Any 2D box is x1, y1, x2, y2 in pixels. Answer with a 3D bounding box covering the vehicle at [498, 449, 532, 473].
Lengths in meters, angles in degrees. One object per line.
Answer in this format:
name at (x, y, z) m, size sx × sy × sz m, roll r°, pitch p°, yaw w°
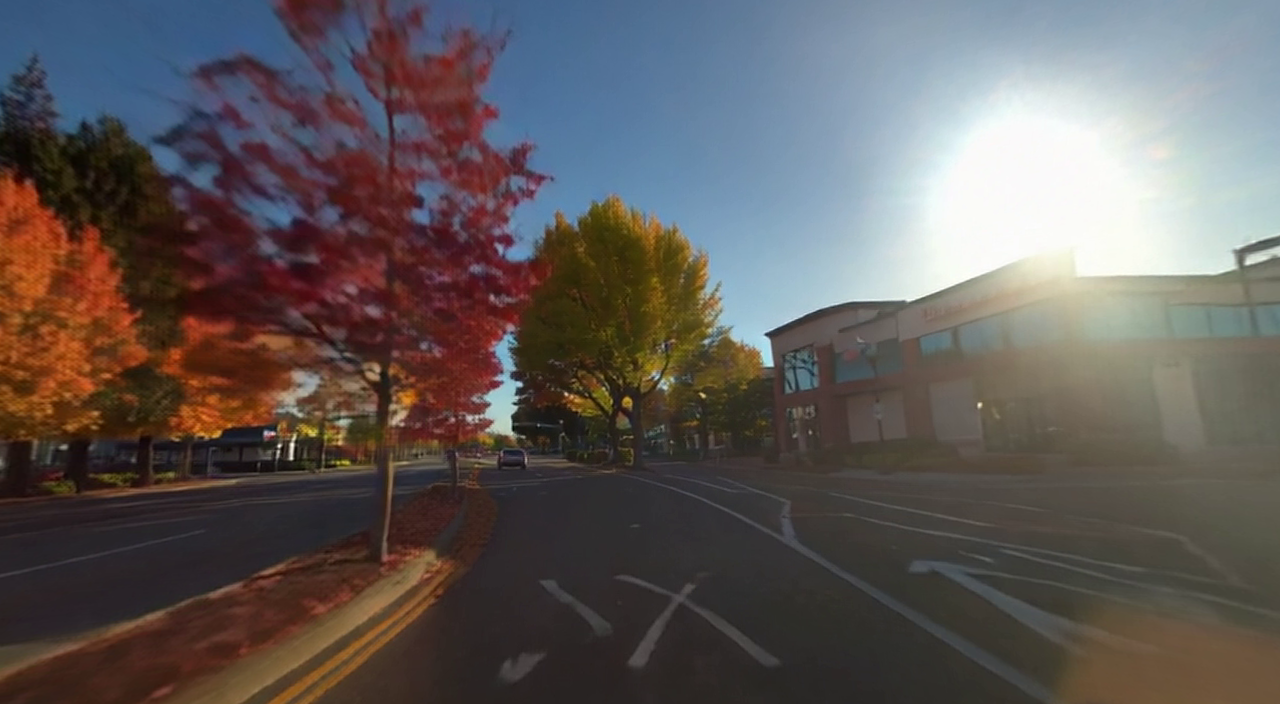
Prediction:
vehicle at (-8.394, 7.256, 41.960) m, size 2.018 × 1.512 × 4.304 m, roll 2°, pitch -10°, yaw -13°
